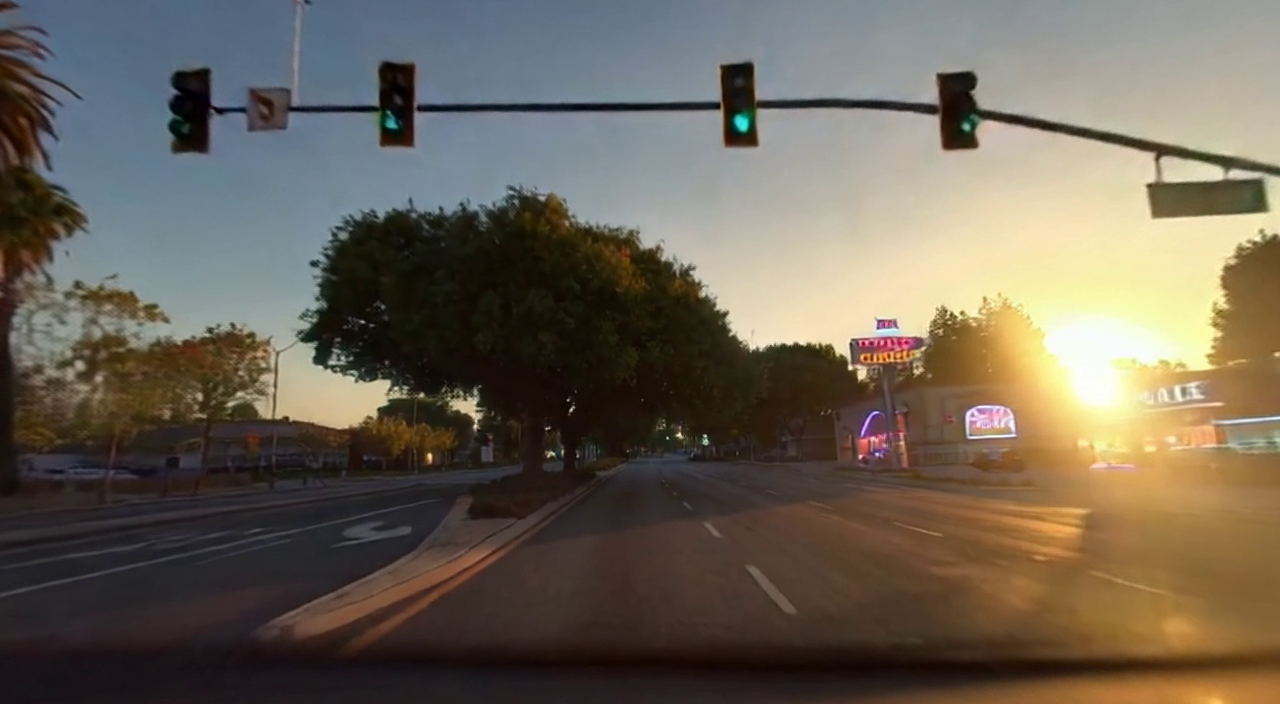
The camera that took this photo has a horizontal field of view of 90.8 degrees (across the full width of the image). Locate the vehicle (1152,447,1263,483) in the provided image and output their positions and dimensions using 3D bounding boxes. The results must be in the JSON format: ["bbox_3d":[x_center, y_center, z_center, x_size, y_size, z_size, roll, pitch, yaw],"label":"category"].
[{"bbox_3d":[22.599,4.490,25.199,3.280,1.344,1.518,2,-9,-12],"label":"vehicle"}]

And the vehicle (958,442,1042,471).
[{"bbox_3d":[20.349,5.912,35.780,3.576,1.443,1.822,-2,-8,-2],"label":"vehicle"}]

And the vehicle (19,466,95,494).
[{"bbox_3d":[-37.176,8.145,40.251,4.301,1.605,1.898,-4,-10,25],"label":"vehicle"}]
